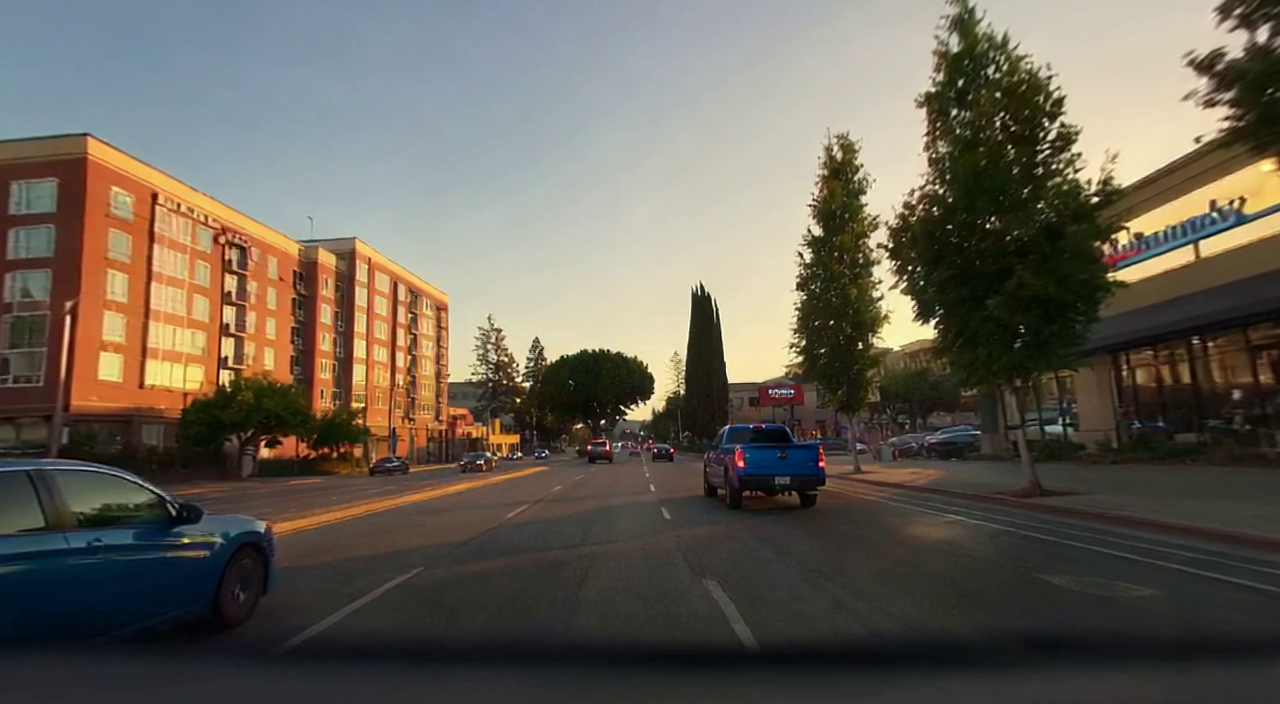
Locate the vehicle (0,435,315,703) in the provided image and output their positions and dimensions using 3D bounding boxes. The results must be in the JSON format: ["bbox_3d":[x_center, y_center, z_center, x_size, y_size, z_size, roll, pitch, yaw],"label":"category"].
[{"bbox_3d":[-3.440,1.067,2.583,1.888,1.424,4.553,0,-8,-1],"label":"vehicle"}]

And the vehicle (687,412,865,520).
[{"bbox_3d":[2.682,2.493,14.418,2.590,1.932,5.776,0,-8,-2],"label":"vehicle"}]

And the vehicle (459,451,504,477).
[{"bbox_3d":[-9.764,6.911,39.185,1.780,1.412,4.283,0,-8,-1],"label":"vehicle"}]

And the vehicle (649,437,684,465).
[{"bbox_3d":[2.002,7.786,49.789,2.502,2.007,4.993,0,-8,0],"label":"vehicle"}]
